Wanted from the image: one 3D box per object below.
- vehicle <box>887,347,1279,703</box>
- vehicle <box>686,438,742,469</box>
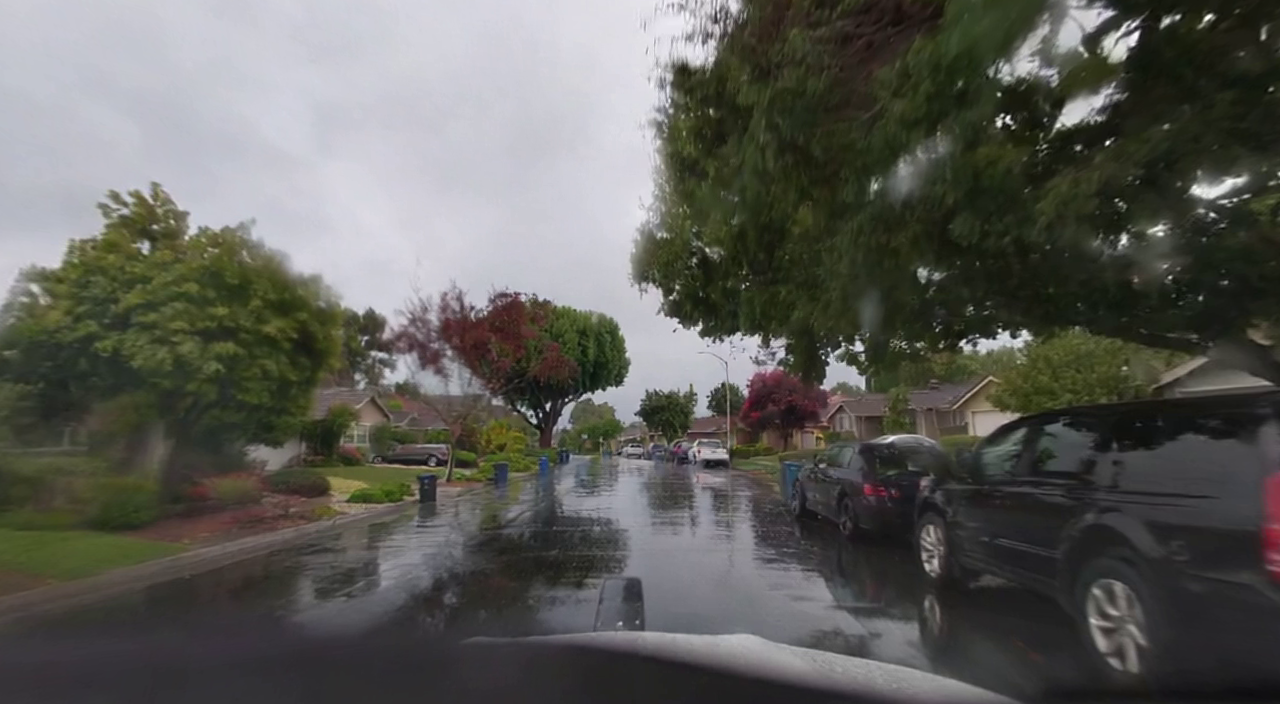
[{"bbox_3d":[3.788,1.211,4.522,2.161,1.854,5.289,-1,-9,3],"label":"vehicle"},{"bbox_3d":[4.932,6.877,43.130,2.715,1.900,6.163,1,-8,-3],"label":"vehicle"}]
